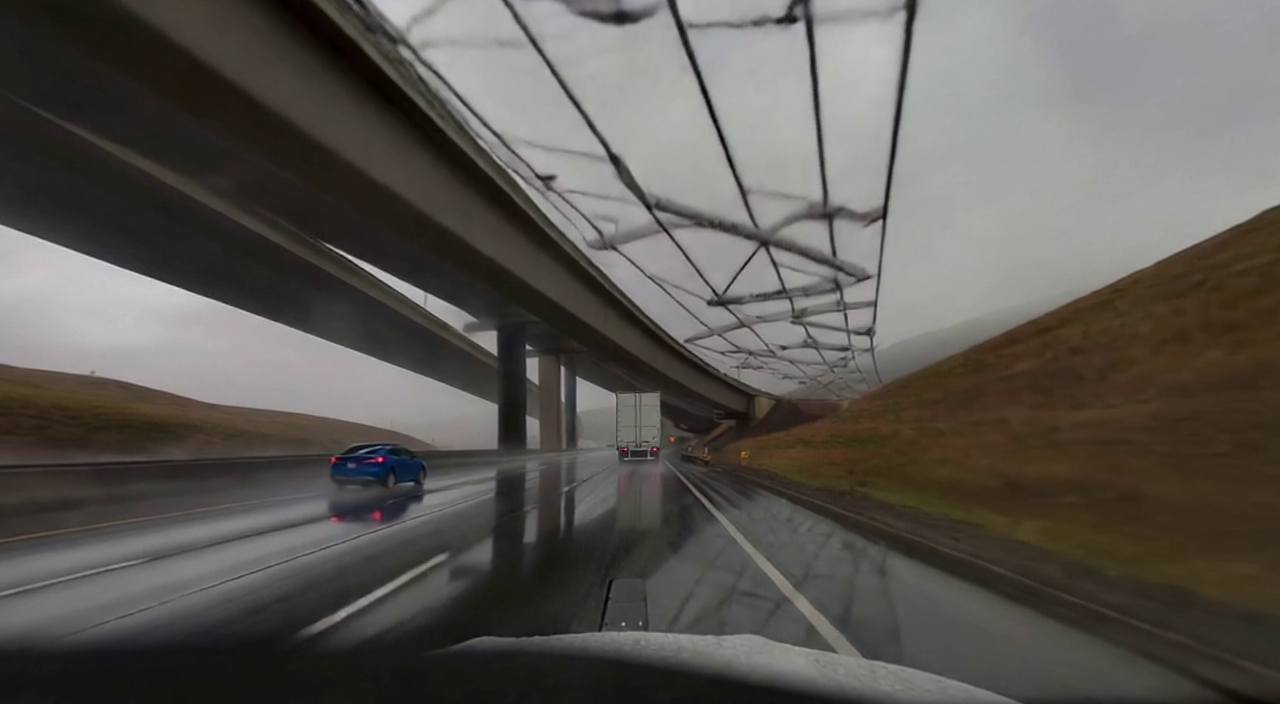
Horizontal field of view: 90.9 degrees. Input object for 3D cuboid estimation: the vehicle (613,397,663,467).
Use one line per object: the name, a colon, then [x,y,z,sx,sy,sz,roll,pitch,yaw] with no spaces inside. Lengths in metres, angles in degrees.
vehicle: [-0.028,5.426,41.843,2.866,4.014,11.261,0,-8,1]

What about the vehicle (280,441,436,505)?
vehicle: [-7.386,3.188,17.159,2.078,1.496,4.563,0,-8,1]
